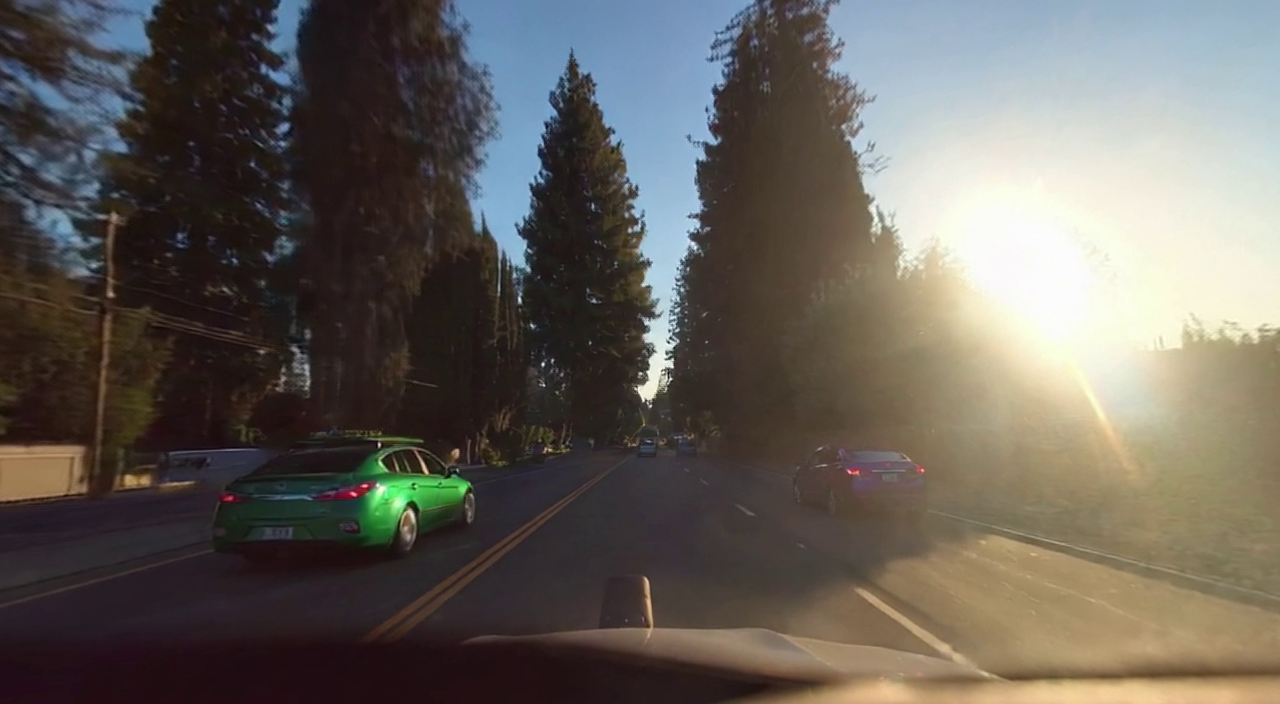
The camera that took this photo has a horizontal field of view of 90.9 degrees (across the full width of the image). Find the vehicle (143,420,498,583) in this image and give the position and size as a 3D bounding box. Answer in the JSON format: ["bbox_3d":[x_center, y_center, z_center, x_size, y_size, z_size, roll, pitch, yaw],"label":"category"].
[{"bbox_3d":[-3.643,1.752,8.574,2.162,1.546,4.889,-1,-7,2],"label":"vehicle"}]

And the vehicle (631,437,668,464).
[{"bbox_3d":[0.627,6.287,40.510,2.206,1.525,4.695,-1,-7,1],"label":"vehicle"}]

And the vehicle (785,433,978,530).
[{"bbox_3d":[4.294,2.321,12.141,1.943,1.471,4.515,-1,-7,0],"label":"vehicle"}]
